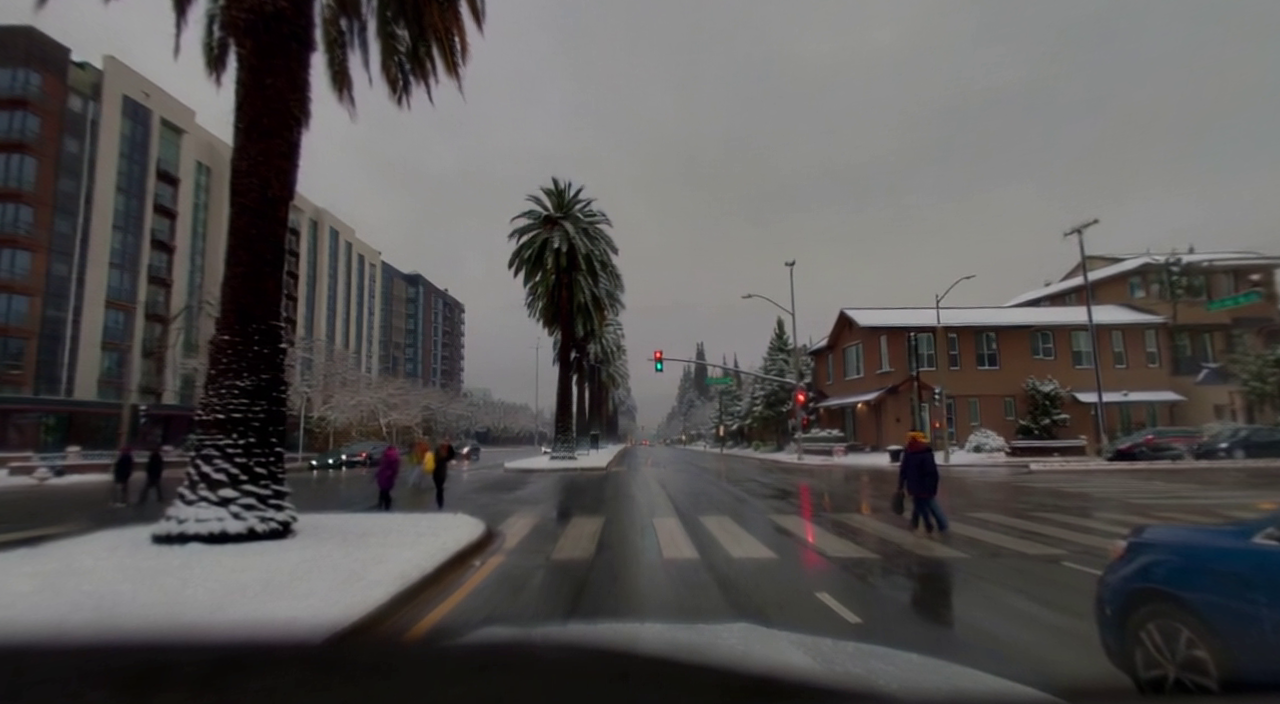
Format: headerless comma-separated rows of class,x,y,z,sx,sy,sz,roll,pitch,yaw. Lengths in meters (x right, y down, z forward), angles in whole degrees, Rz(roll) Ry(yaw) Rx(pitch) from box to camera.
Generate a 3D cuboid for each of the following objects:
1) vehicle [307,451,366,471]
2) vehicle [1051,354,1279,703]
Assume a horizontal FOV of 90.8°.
vehicle,-23.645,8.474,49.415,1.955,1.480,5.163,0,-9,1
vehicle,3.325,0.691,1.331,2.060,1.631,4.169,0,-9,0
